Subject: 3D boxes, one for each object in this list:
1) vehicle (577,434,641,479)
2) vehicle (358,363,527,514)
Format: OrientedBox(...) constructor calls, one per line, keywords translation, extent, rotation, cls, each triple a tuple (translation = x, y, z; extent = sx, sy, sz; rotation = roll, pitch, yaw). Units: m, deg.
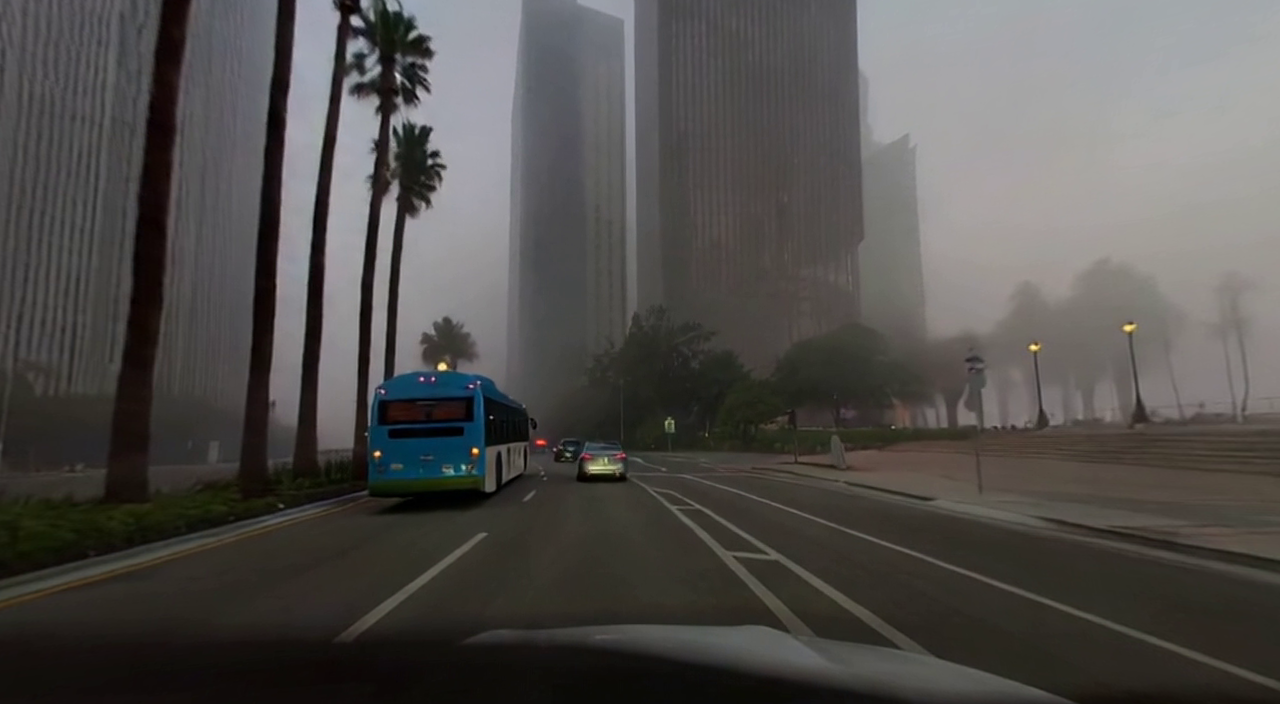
OrientedBox(translation=(-1.262, 3.871, 23.592), extent=(2.107, 1.481, 4.097), rotation=(0, -8, -7), cls="vehicle")
OrientedBox(translation=(-4.849, 2.389, 17.371), extent=(2.678, 3.042, 8.474), rotation=(-1, -8, -5), cls="vehicle")
